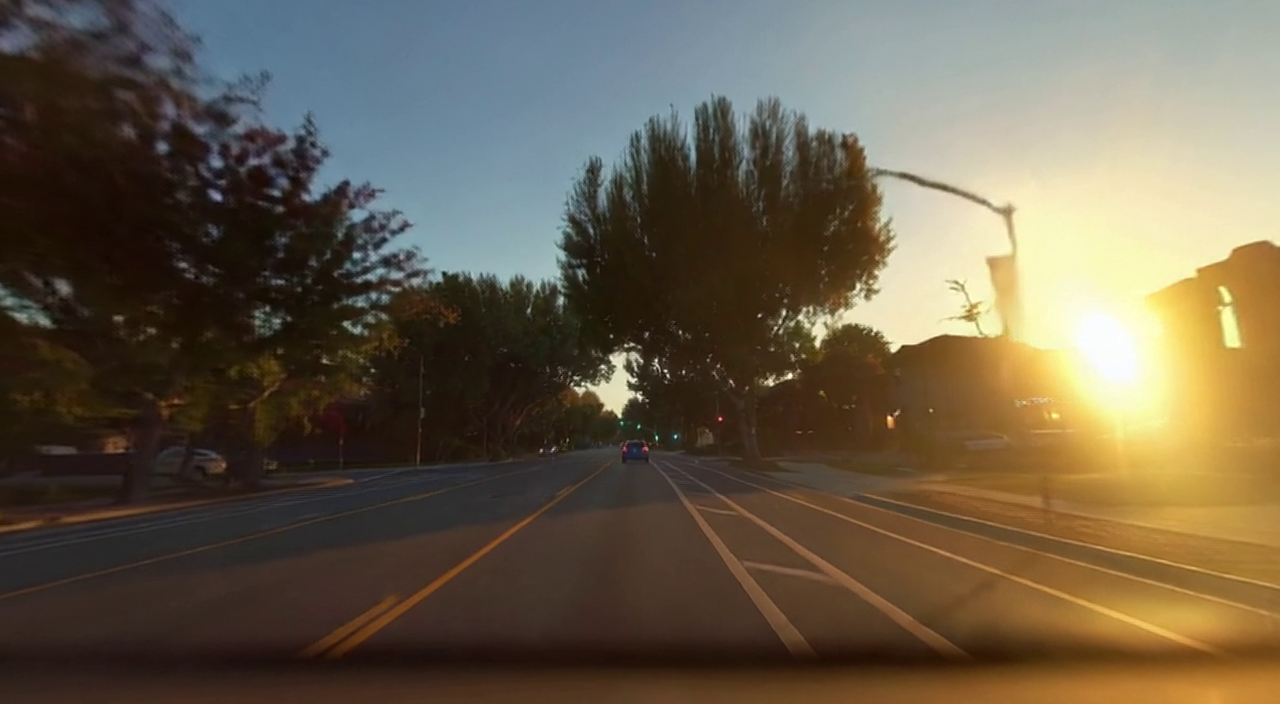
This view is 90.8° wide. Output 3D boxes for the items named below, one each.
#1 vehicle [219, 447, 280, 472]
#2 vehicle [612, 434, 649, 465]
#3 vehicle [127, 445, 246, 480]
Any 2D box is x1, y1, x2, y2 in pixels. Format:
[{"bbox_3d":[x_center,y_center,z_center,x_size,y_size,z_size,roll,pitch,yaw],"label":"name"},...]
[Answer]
[{"bbox_3d":[-24.735,6.815,40.137,1.830,1.467,4.270,2,-9,-11],"label":"vehicle"},{"bbox_3d":[-0.583,6.183,40.152,2.230,1.827,4.298,0,-8,-1],"label":"vehicle"},{"bbox_3d":[-22.072,5.370,30.883,4.241,1.601,1.970,0,-8,1],"label":"vehicle"}]
